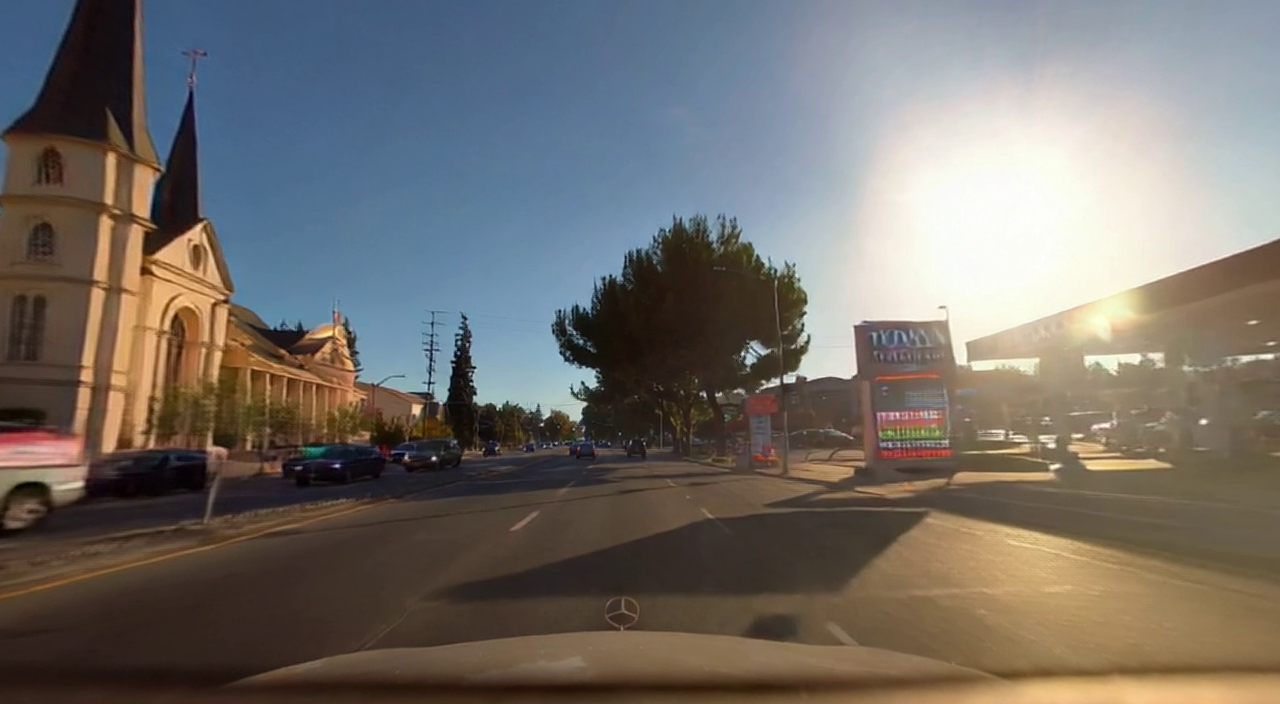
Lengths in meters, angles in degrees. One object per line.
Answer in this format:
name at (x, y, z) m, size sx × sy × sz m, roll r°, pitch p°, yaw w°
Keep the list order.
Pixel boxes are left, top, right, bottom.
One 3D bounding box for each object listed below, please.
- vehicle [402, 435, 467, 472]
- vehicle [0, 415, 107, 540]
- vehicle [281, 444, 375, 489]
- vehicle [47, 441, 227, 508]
vehicle at (-11.885, 5.891, 36.931) m, size 2.229 × 1.957 × 5.057 m, roll 0°, pitch -8°, yaw -2°
vehicle at (-11.064, 1.928, 9.290) m, size 2.206 × 1.922 × 4.968 m, roll -3°, pitch -8°, yaw -1°
vehicle at (-11.351, 4.160, 23.246) m, size 1.771 × 1.508 × 3.453 m, roll 0°, pitch -8°, yaw -2°
vehicle at (-14.909, 3.625, 19.128) m, size 2.086 × 1.702 × 4.206 m, roll -2°, pitch -9°, yaw -2°
